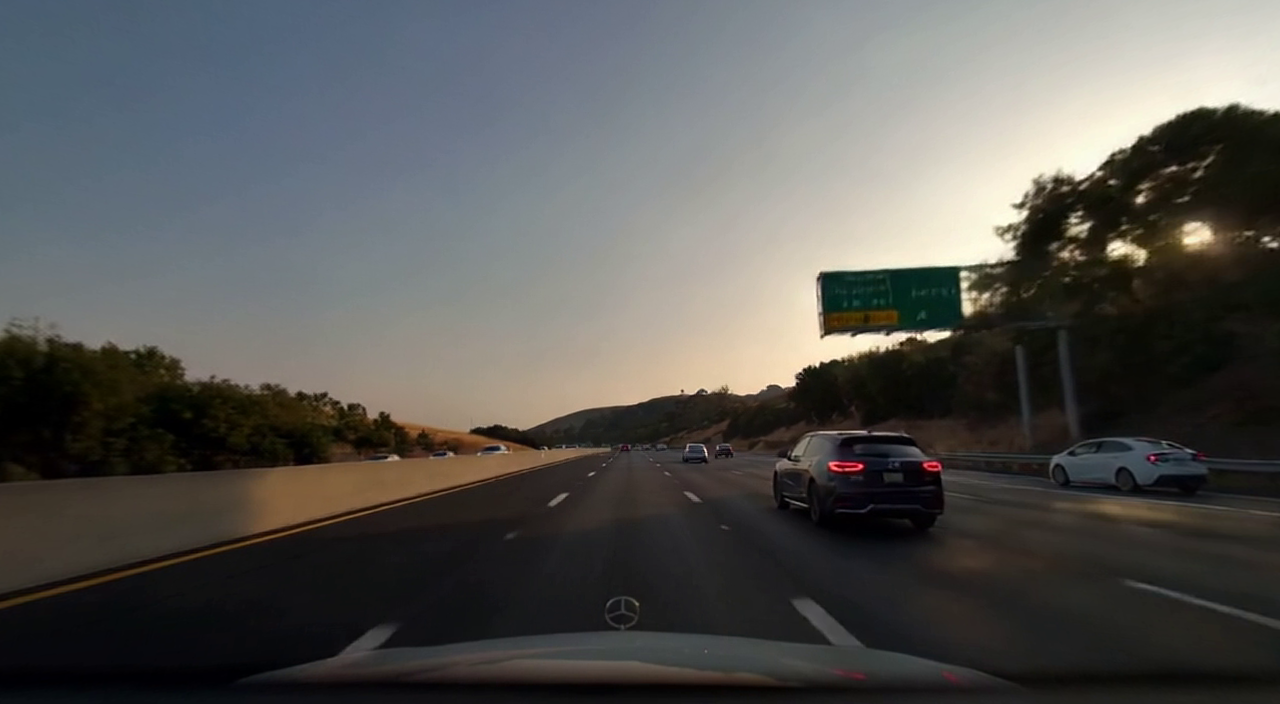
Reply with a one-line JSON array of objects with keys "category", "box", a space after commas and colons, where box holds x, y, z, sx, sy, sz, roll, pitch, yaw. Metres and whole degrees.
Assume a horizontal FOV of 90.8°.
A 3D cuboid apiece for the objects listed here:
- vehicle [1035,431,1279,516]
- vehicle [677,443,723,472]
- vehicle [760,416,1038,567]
[{"category": "vehicle", "box": [10.900, 2.567, 13.800, 1.844, 1.560, 4.085, 0, -9, 0]}, {"category": "vehicle", "box": [3.252, 5.808, 34.916, 2.038, 1.477, 4.313, 0, -9, -1]}, {"category": "vehicle", "box": [3.215, 1.836, 9.113, 1.977, 1.601, 4.598, 0, -9, -1]}]
